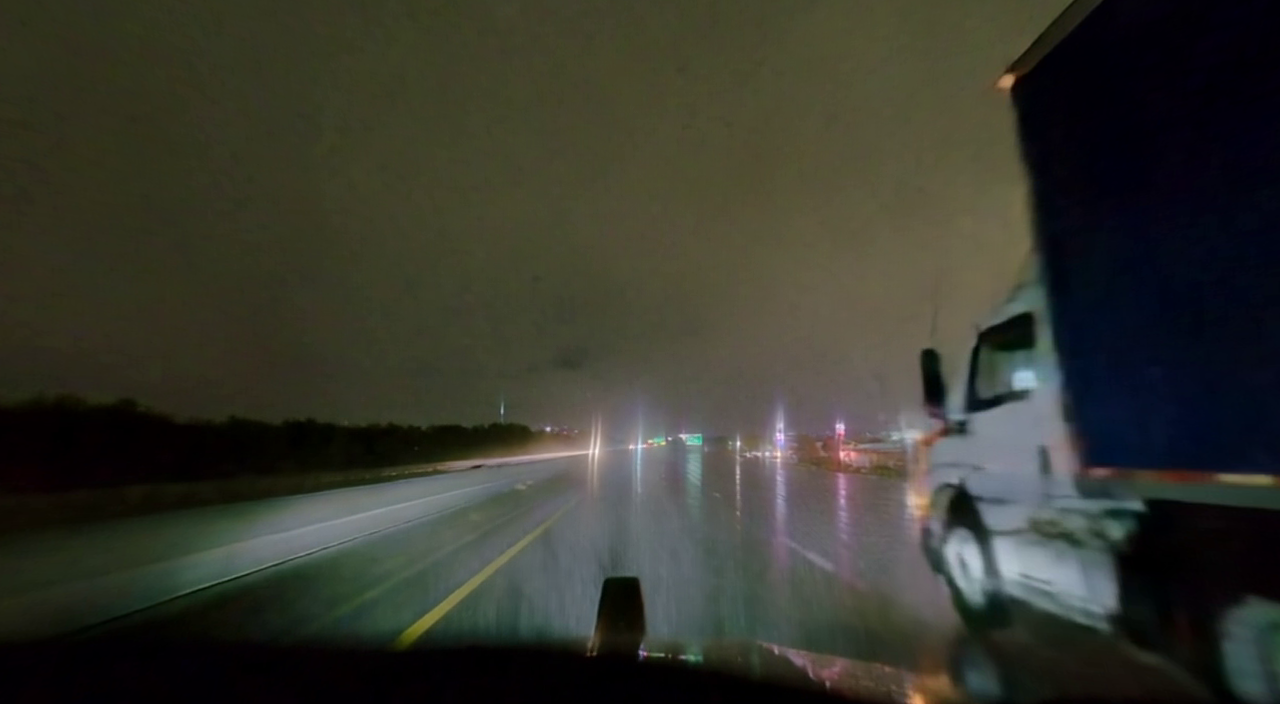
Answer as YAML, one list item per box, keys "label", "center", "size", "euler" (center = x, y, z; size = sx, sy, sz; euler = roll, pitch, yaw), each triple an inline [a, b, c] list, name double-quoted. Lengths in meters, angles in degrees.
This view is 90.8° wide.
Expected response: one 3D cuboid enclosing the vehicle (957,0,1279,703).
- label: "vehicle"
  center: [4.055, -0.326, 1.958]
  size: [2.974, 3.950, 5.747]
  euler: [0, -9, 0]
